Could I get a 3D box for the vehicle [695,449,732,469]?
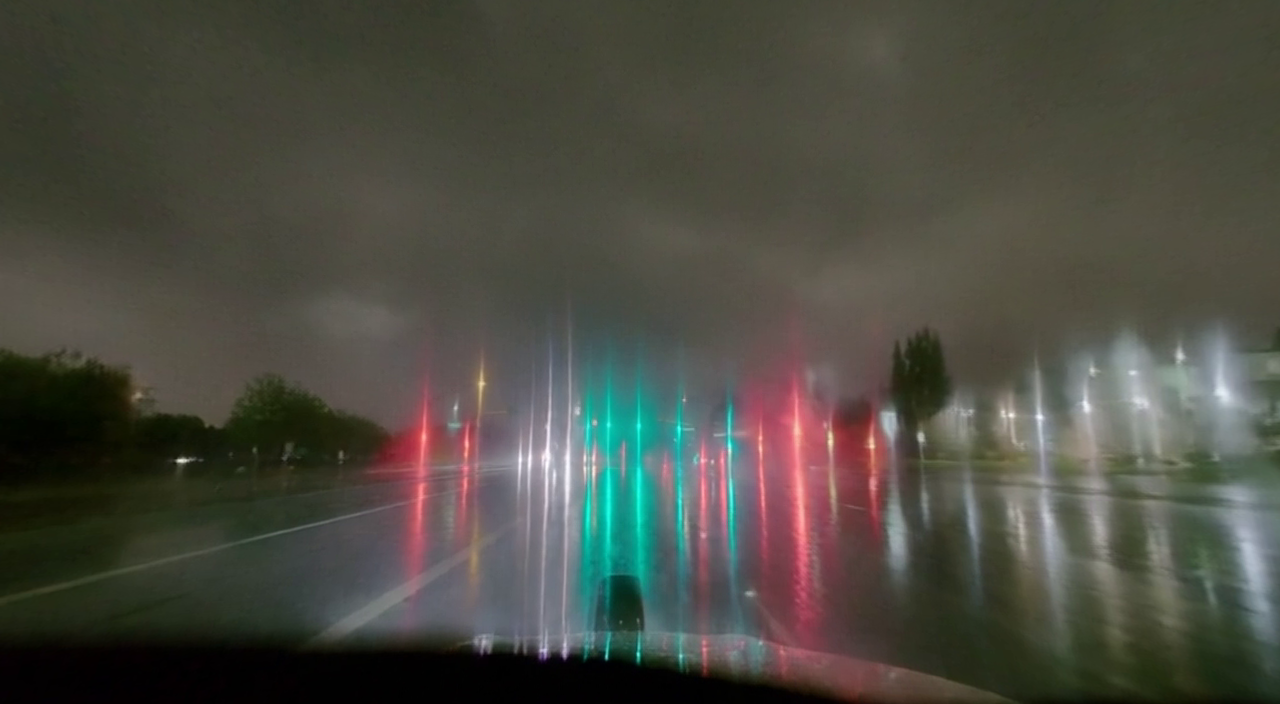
[{"bbox_3d":[5.677,8.303,49.285,2.187,1.475,4.529,0,-8,-2],"label":"vehicle"}]
